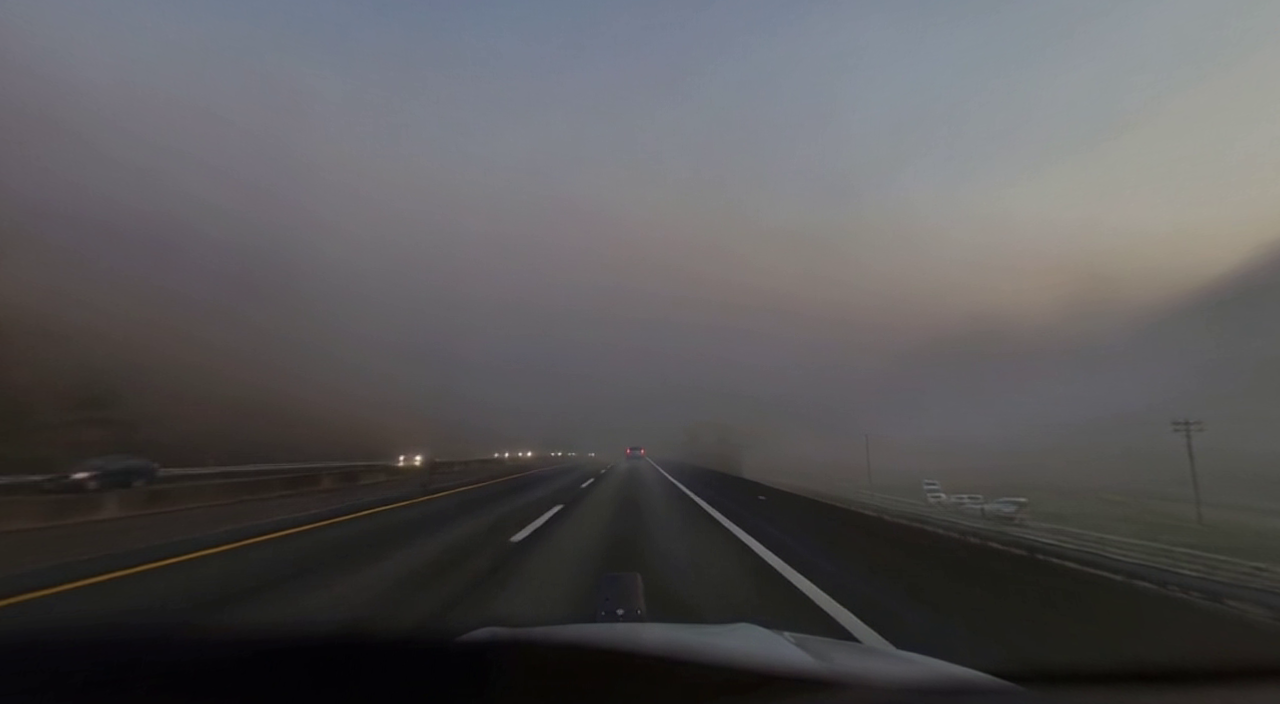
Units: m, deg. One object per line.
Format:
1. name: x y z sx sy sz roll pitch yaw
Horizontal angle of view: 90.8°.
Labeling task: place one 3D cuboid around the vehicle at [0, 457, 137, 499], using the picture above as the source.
1. vehicle: -25.642 5.598 28.468 2.148 1.683 4.511 0 -9 0
